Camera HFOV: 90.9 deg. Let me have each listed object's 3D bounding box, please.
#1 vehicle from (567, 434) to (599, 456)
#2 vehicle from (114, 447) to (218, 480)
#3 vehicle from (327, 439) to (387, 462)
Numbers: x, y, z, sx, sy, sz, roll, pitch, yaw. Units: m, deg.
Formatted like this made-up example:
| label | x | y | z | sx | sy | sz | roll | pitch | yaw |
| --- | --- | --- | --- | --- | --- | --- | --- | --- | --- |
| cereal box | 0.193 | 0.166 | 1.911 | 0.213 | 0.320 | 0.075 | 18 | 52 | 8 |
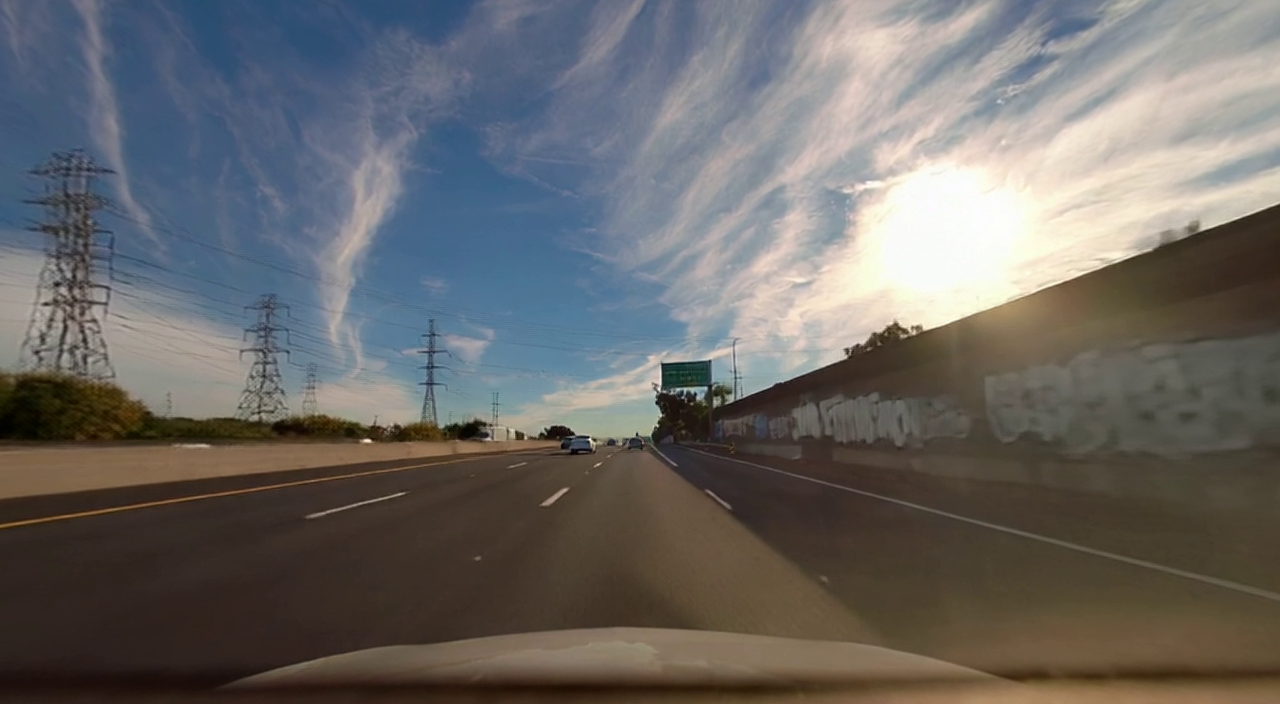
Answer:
| label | x | y | z | sx | sy | sz | roll | pitch | yaw |
| --- | --- | --- | --- | --- | --- | --- | --- | --- | --- |
| vehicle | -4.354 | 7.152 | 48.635 | 2.118 | 1.640 | 4.031 | 0 | -8 | 0 |
| vehicle | -23.126 | 5.424 | 30.988 | 1.765 | 1.443 | 4.311 | 0 | -8 | 0 |
| vehicle | -19.248 | 6.694 | 43.097 | 2.104 | 1.480 | 4.366 | 0 | -8 | 0 |
